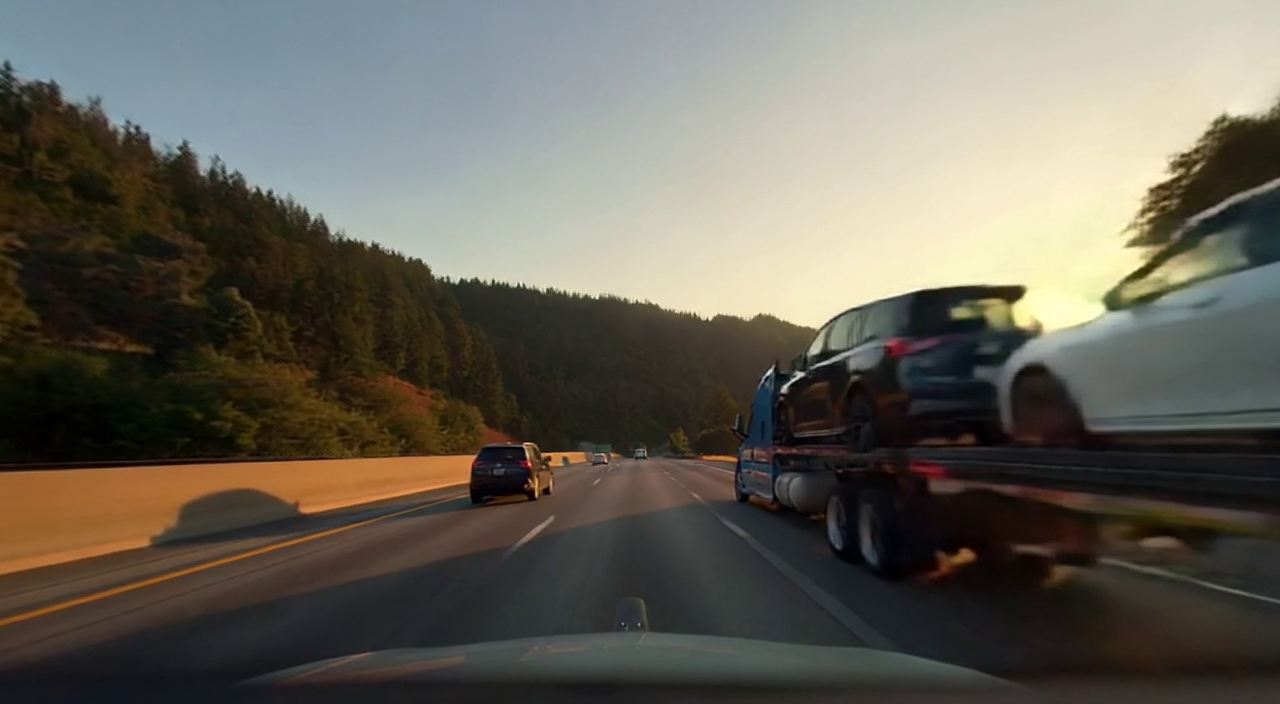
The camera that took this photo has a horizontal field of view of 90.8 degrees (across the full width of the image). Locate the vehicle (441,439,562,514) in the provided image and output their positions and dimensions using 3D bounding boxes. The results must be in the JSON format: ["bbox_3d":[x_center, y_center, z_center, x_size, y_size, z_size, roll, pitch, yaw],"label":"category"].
[{"bbox_3d":[-3.117,2.899,15.146,1.944,1.548,4.051,0,-9,1],"label":"vehicle"}]

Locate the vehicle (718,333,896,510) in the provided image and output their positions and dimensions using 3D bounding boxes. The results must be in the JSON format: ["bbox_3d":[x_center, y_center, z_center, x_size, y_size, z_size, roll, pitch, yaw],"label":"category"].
[{"bbox_3d":[3.989,1.931,16.774,3.016,3.891,5.767,0,-9,-1],"label":"vehicle"}]
